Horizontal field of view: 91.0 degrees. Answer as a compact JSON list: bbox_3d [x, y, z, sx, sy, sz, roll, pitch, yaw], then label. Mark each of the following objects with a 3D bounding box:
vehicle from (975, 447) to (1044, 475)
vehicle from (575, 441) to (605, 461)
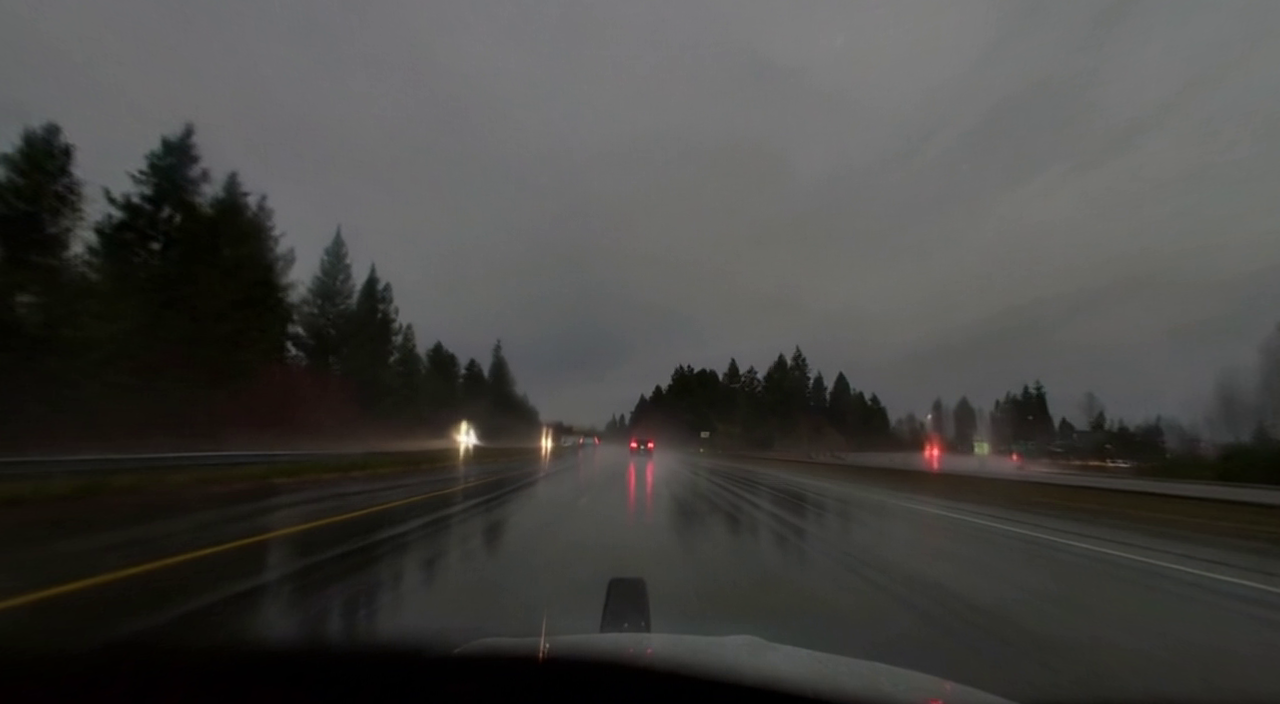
[{"bbox_3d":[22.313,6.558,38.236,1.889,1.560,4.976,-2,-8,9],"label":"vehicle"},{"bbox_3d":[-3.929,7.849,49.867,2.057,1.514,3.845,0,-8,0],"label":"vehicle"}]
